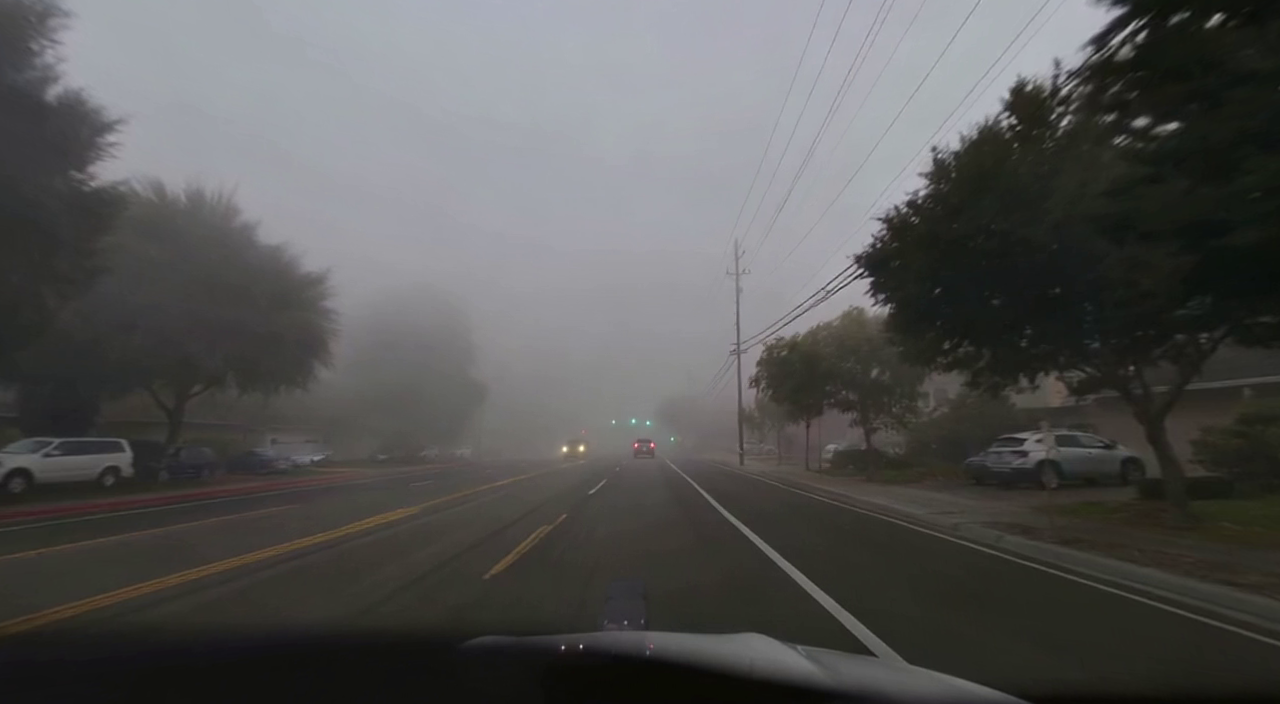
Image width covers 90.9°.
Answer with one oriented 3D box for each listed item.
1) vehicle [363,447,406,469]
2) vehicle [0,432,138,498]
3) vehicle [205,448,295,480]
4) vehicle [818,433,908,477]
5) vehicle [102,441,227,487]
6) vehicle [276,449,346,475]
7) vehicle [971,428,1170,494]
[{"bbox_3d":[-20.035,8.311,49.621,1.764,1.570,3.910,0,-9,0],"label":"vehicle"},{"bbox_3d":[-20.363,3.694,20.948,2.326,1.966,5.795,0,-9,3],"label":"vehicle"},{"bbox_3d":[-20.095,5.769,32.737,1.759,1.519,4.785,0,-9,-2],"label":"vehicle"},{"bbox_3d":[11.441,5.326,32.885,2.392,2.063,5.213,1,-9,-5],"label":"vehicle"},{"bbox_3d":[-20.210,4.756,27.098,1.787,1.774,4.560,0,-8,0],"label":"vehicle"},{"bbox_3d":[-20.370,6.805,39.280,1.812,1.501,4.632,0,-9,1],"label":"vehicle"},{"bbox_3d":[13.421,3.406,19.933,4.667,1.952,2.063,0,-9,2],"label":"vehicle"}]
